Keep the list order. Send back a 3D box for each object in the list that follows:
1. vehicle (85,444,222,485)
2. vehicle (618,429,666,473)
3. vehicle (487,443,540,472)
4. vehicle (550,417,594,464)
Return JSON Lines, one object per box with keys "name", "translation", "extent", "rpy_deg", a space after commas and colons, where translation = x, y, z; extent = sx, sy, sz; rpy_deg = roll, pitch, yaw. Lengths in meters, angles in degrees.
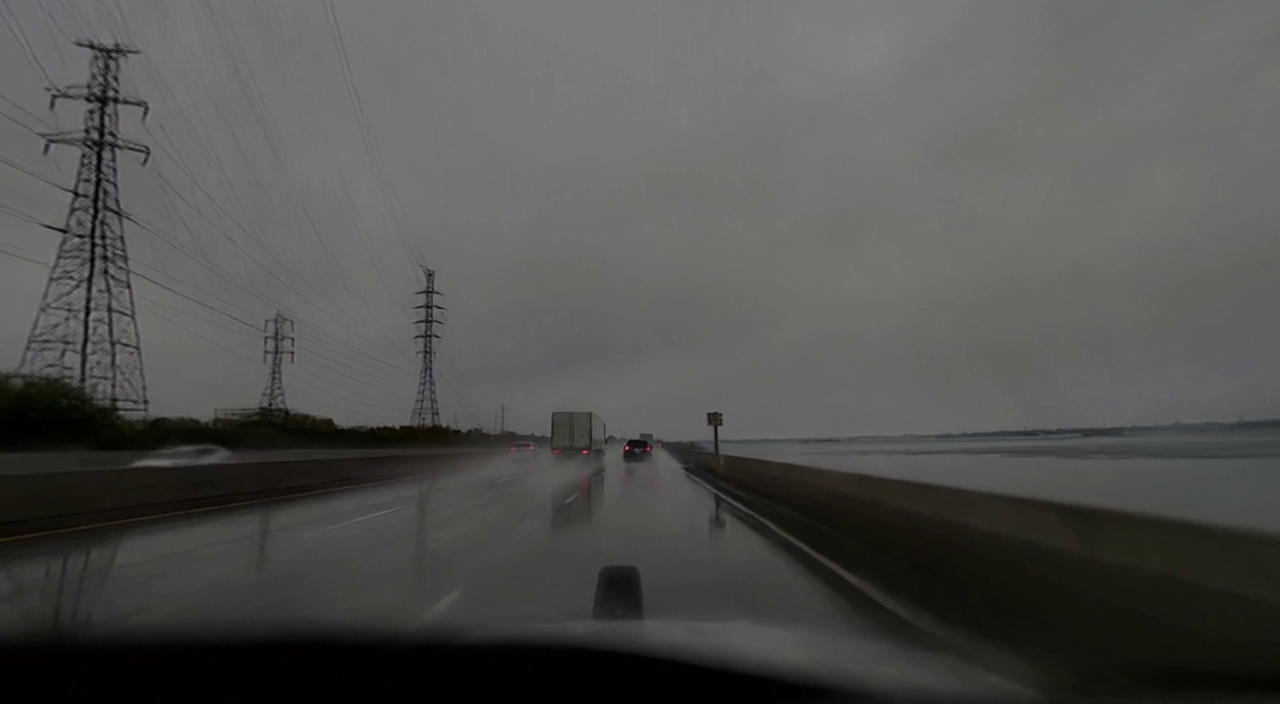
{"name": "vehicle", "translation": [-19.236, 4.425, 25.272], "extent": [1.841, 1.466, 4.555], "rpy_deg": [0, -9, 0]}
{"name": "vehicle", "translation": [0.129, 5.253, 33.491], "extent": [2.358, 2.144, 4.713], "rpy_deg": [0, -9, 0]}
{"name": "vehicle", "translation": [-7.133, 6.004, 36.126], "extent": [2.004, 1.545, 4.513], "rpy_deg": [0, -9, 1]}
{"name": "vehicle", "translation": [-3.754, 4.959, 35.283], "extent": [2.178, 2.522, 2.054], "rpy_deg": [0, -9, 1]}
